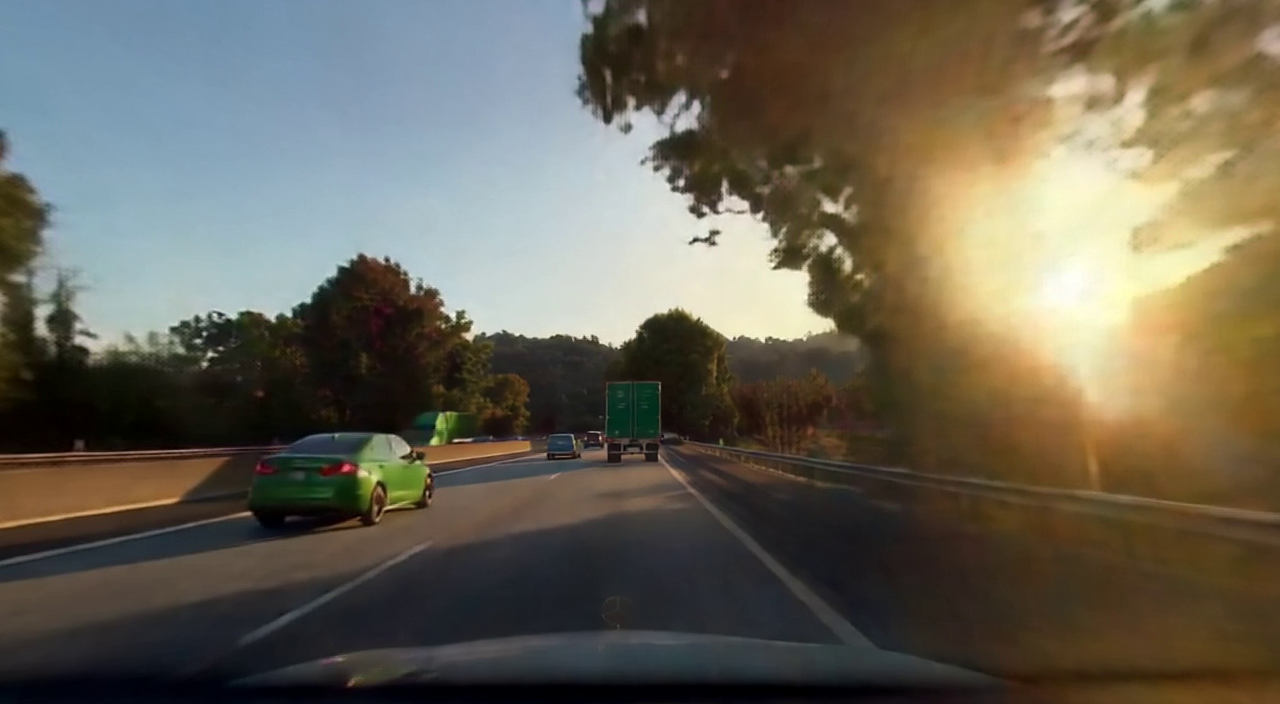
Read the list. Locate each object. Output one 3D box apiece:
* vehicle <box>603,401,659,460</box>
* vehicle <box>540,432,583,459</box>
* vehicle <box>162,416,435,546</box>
[{"bbox_3d":[-0.374,3.371,27.003,2.319,2.461,1.270,0,-8,0],"label":"vehicle"},{"bbox_3d":[-5.017,6.058,40.987,2.138,1.697,4.587,0,-8,1],"label":"vehicle"},{"bbox_3d":[-4.709,1.802,9.493,1.909,1.520,3.897,0,-8,0],"label":"vehicle"}]
